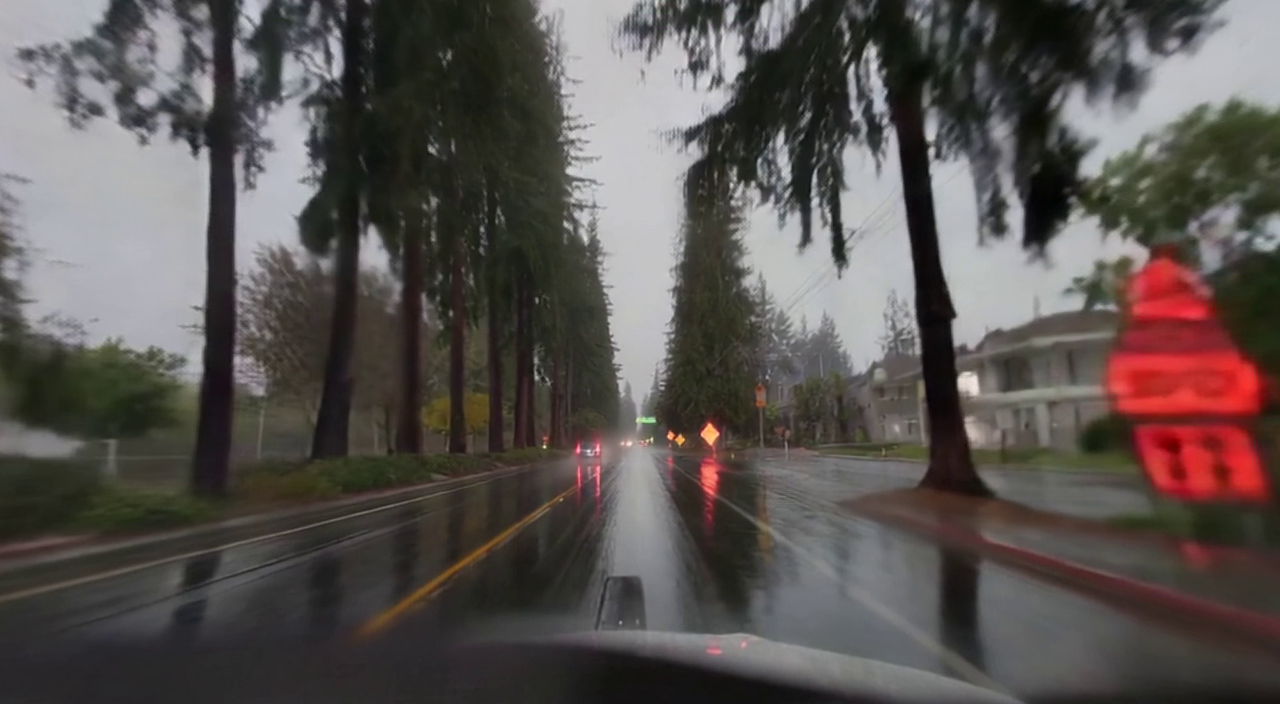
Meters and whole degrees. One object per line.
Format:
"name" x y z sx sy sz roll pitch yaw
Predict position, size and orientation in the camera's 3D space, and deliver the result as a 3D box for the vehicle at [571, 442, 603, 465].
"vehicle" -3.905 7.524 46.960 1.992 1.608 3.868 0 -8 1
